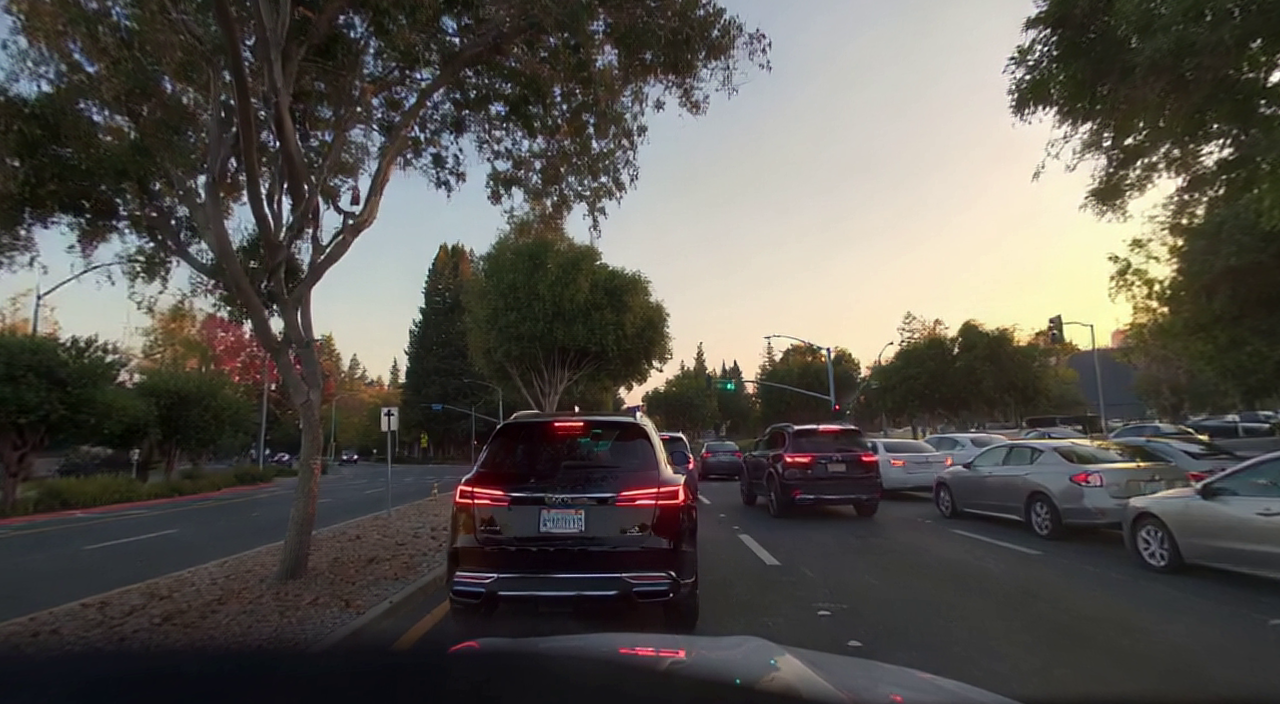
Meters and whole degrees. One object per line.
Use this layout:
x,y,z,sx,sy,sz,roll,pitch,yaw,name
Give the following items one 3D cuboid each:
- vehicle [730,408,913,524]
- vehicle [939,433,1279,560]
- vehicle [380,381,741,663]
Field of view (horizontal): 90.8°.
3.364,2.258,12.980,2.200,1.909,4.853,0,-9,-1,vehicle
6.602,2.011,9.605,1.894,1.445,4.565,0,-9,0,vehicle
-0.429,1.351,6.073,2.201,1.709,4.271,0,-9,2,vehicle
